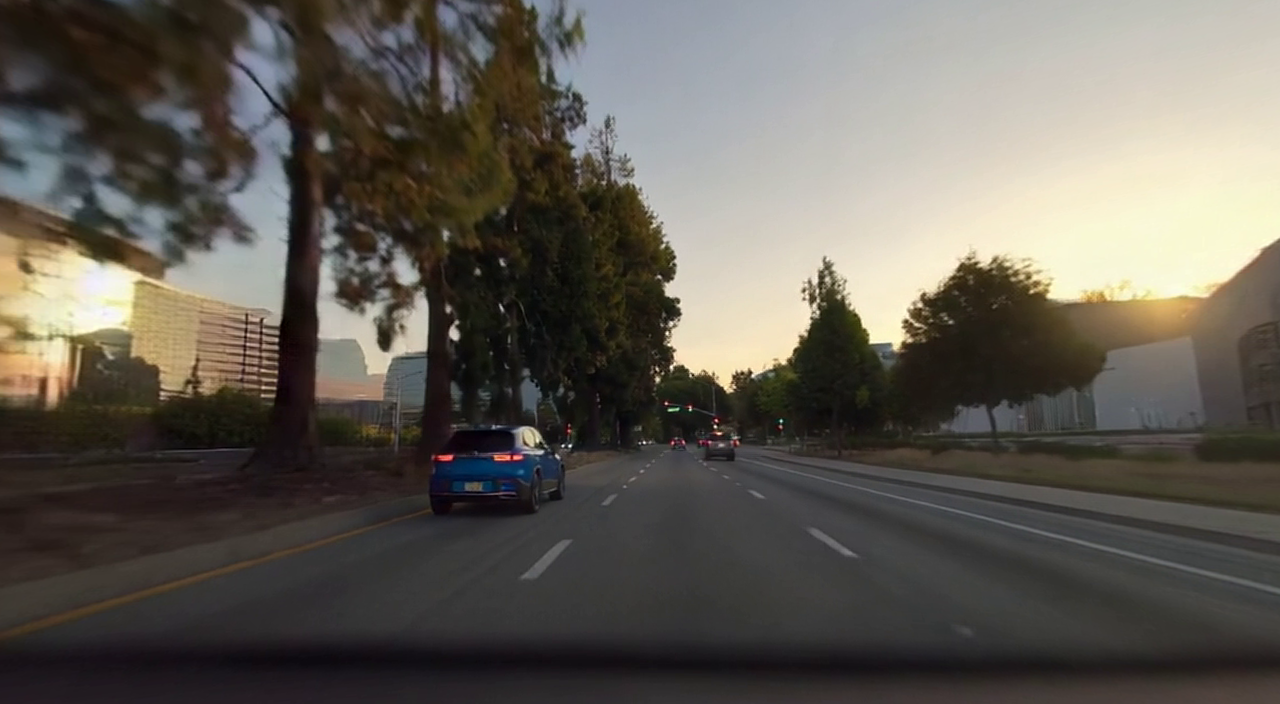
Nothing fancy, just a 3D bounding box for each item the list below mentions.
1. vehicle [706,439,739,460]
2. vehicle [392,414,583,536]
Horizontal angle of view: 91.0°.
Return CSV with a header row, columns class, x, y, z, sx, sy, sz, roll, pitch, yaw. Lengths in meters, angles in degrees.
class,x,y,z,sx,sy,sz,roll,pitch,yaw
vehicle,6.055,7.197,46.457,1.983,1.464,4.472,-1,-8,2
vehicle,-2.388,2.081,11.283,2.033,1.713,4.503,-1,-8,4
